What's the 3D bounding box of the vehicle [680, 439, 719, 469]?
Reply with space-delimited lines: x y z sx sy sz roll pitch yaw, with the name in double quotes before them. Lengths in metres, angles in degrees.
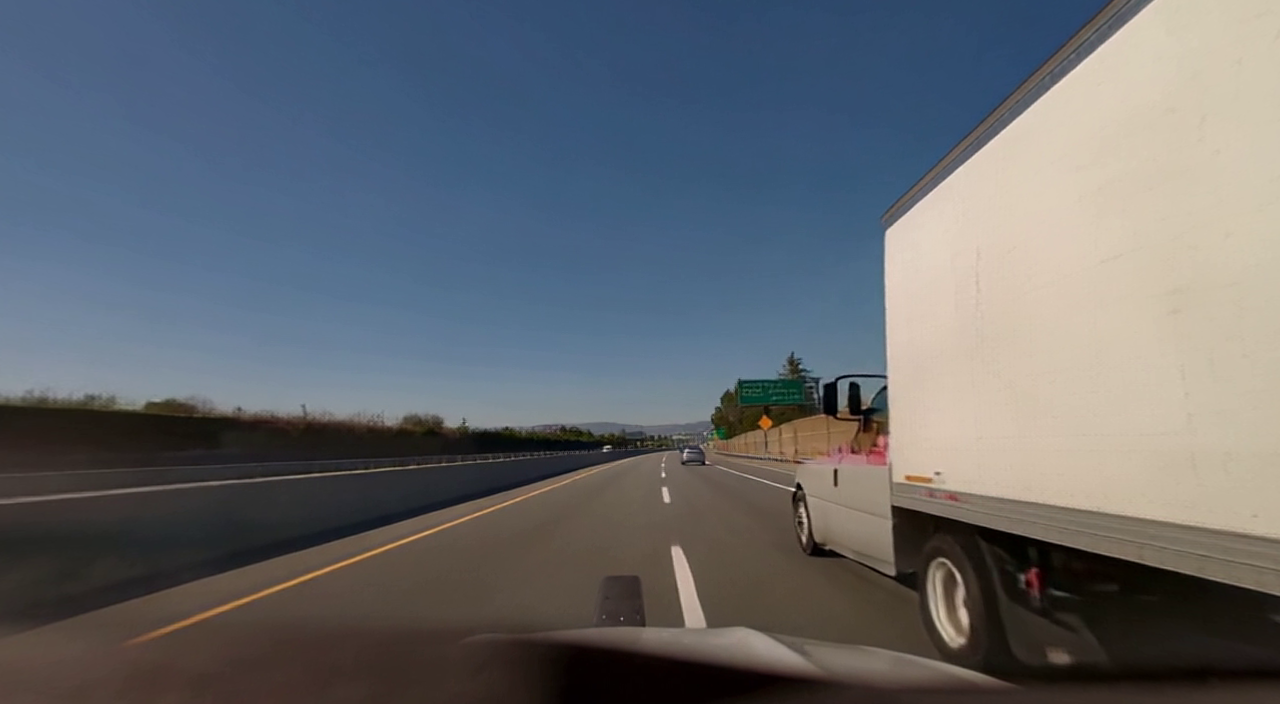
"vehicle" 4.157 7.320 45.276 2.309 2.003 5.139 0 -9 0
